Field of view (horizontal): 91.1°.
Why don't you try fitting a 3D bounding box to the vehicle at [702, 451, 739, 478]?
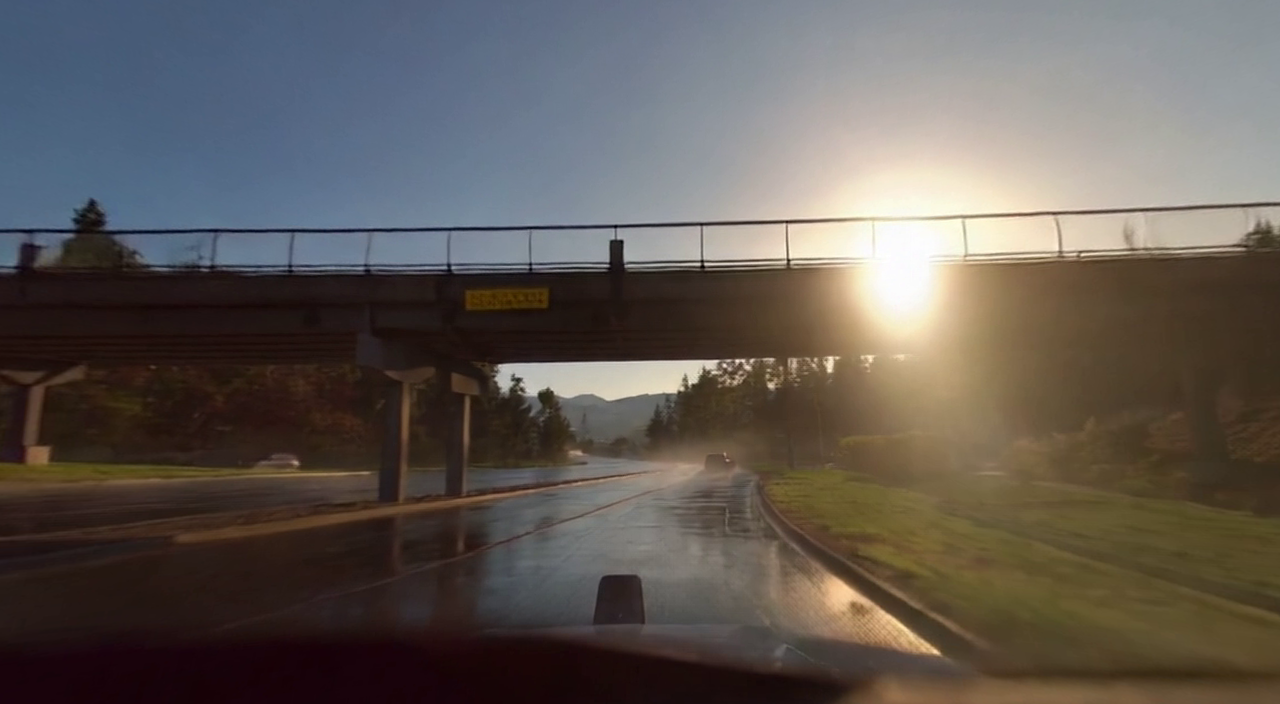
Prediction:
[{"bbox_3d":[4.707,6.486,36.433,1.980,1.449,3.650,-2,-9,9],"label":"vehicle"}]
